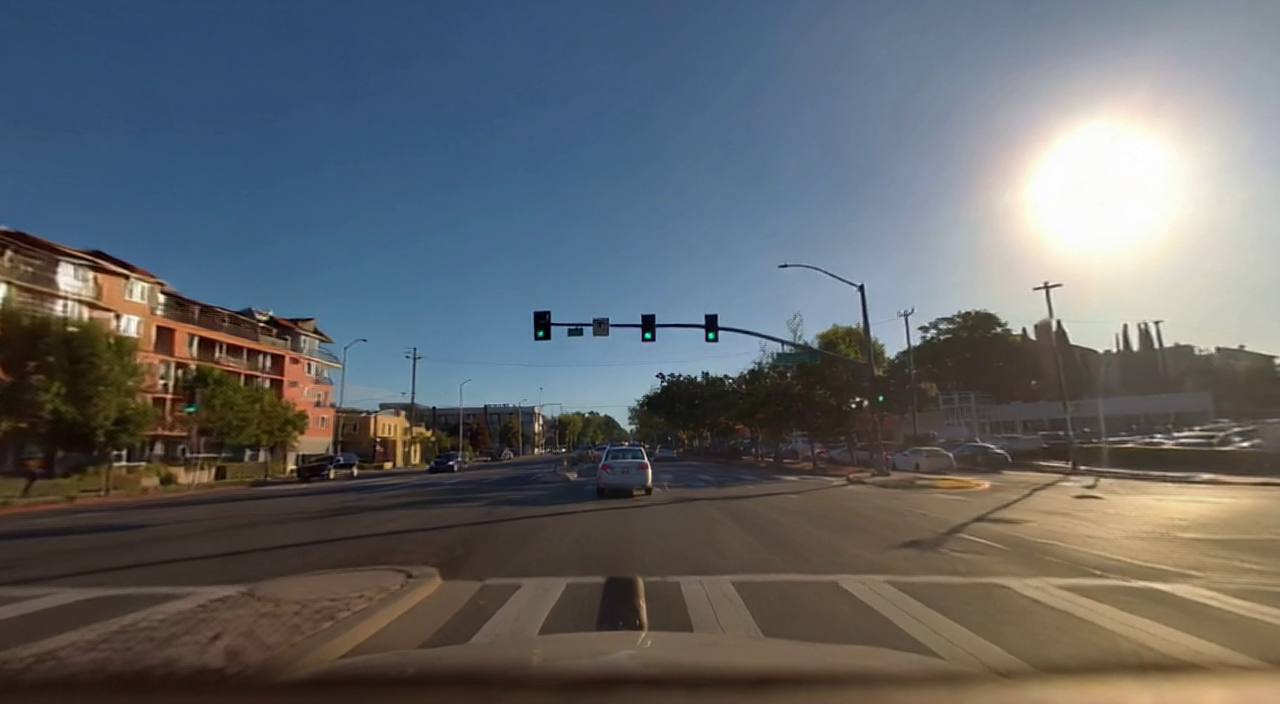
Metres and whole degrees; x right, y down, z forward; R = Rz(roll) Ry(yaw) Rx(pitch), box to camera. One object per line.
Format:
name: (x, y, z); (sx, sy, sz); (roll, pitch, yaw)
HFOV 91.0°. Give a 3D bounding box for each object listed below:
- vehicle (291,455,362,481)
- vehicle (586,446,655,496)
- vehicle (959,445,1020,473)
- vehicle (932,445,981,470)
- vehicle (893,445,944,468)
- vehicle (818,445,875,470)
vehicle: (-19.536, 7.225, 39.474); (2.018, 1.468, 4.768); (0, -9, 0)
vehicle: (-0.581, 3.789, 20.476); (2.010, 1.447, 4.121); (0, -9, -1)
vehicle: (19.767, 6.001, 35.494); (1.932, 1.430, 4.203); (-8, -12, 43)
vehicle: (19.803, 6.548, 39.323); (1.717, 1.444, 3.788); (-8, -11, 41)
vehicle: (18.941, 7.049, 42.688); (1.900, 1.490, 4.238); (-8, -12, 41)
vehicle: (12.665, 6.473, 38.861); (1.849, 1.429, 4.335); (0, -9, -3)
